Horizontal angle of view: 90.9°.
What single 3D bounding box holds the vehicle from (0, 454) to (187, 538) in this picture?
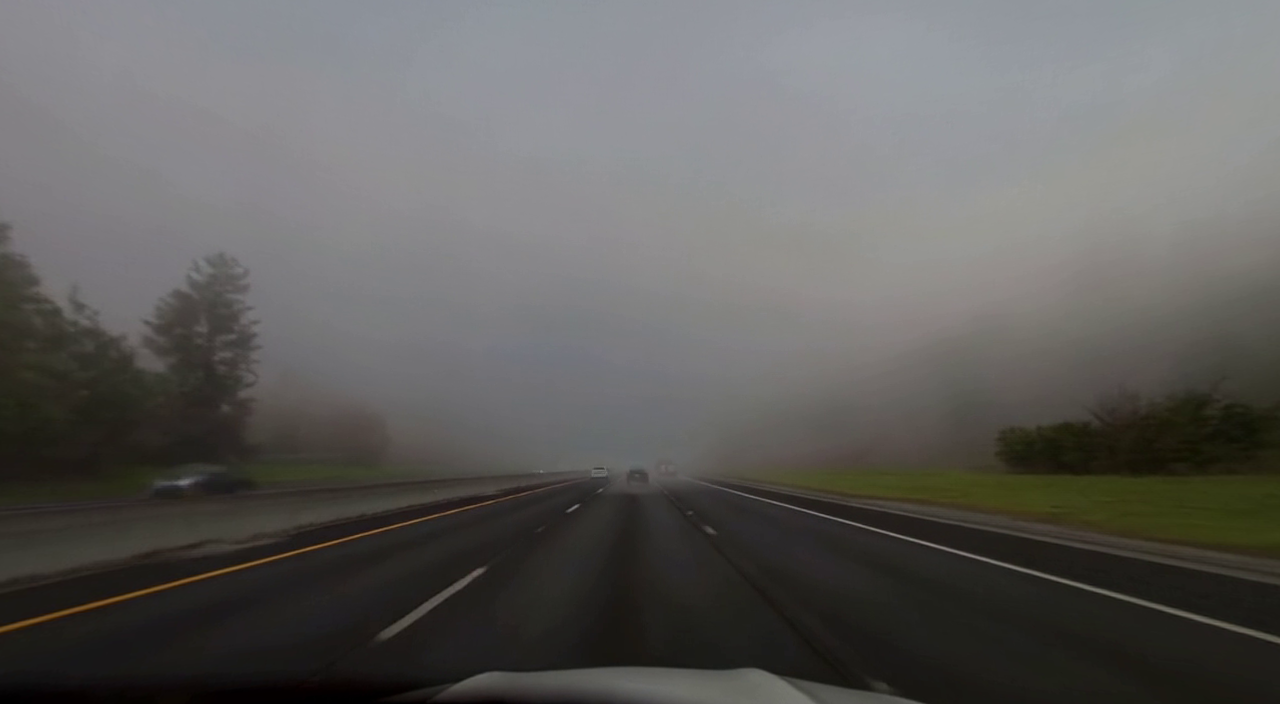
[{"bbox_3d":[-12.257,2.920,13.252,1.885,1.461,4.779,1,-10,0],"label":"vehicle"}]
